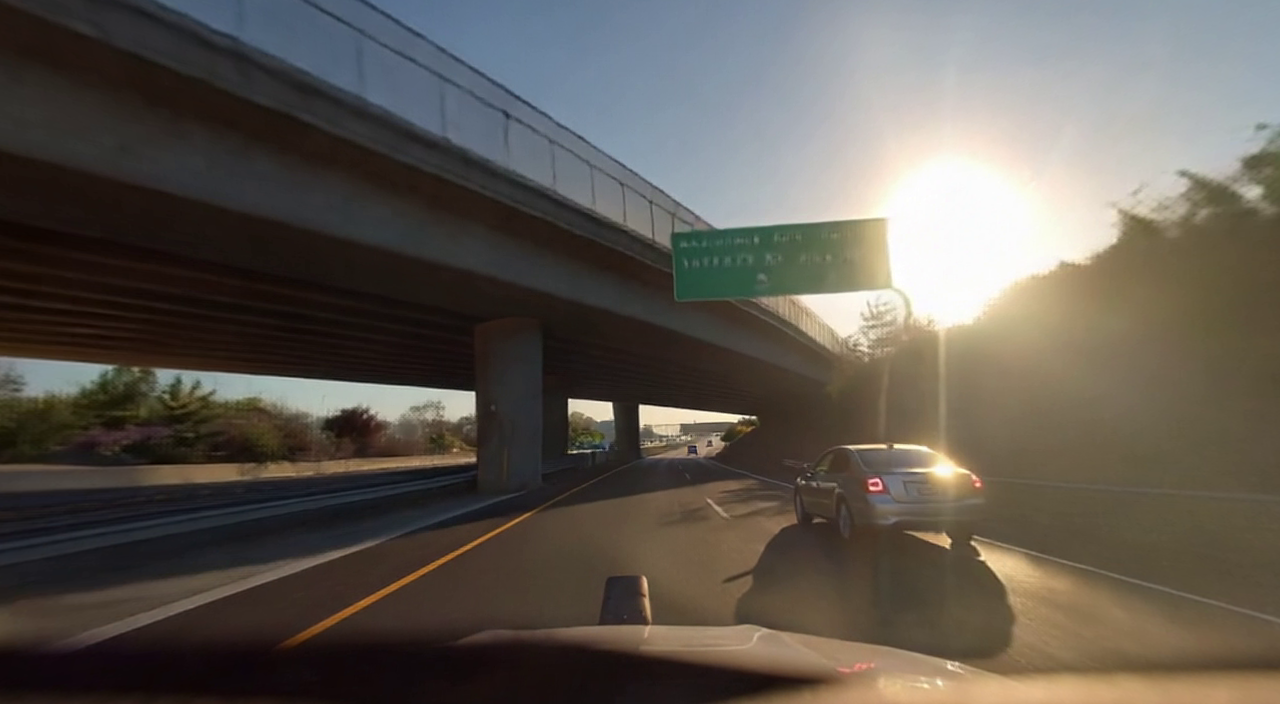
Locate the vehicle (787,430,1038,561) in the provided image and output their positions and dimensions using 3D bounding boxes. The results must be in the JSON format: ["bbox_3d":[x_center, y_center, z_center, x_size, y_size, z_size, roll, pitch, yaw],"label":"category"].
[{"bbox_3d":[3.695,1.999,9.521,1.997,1.515,4.025,0,-8,0],"label":"vehicle"}]
